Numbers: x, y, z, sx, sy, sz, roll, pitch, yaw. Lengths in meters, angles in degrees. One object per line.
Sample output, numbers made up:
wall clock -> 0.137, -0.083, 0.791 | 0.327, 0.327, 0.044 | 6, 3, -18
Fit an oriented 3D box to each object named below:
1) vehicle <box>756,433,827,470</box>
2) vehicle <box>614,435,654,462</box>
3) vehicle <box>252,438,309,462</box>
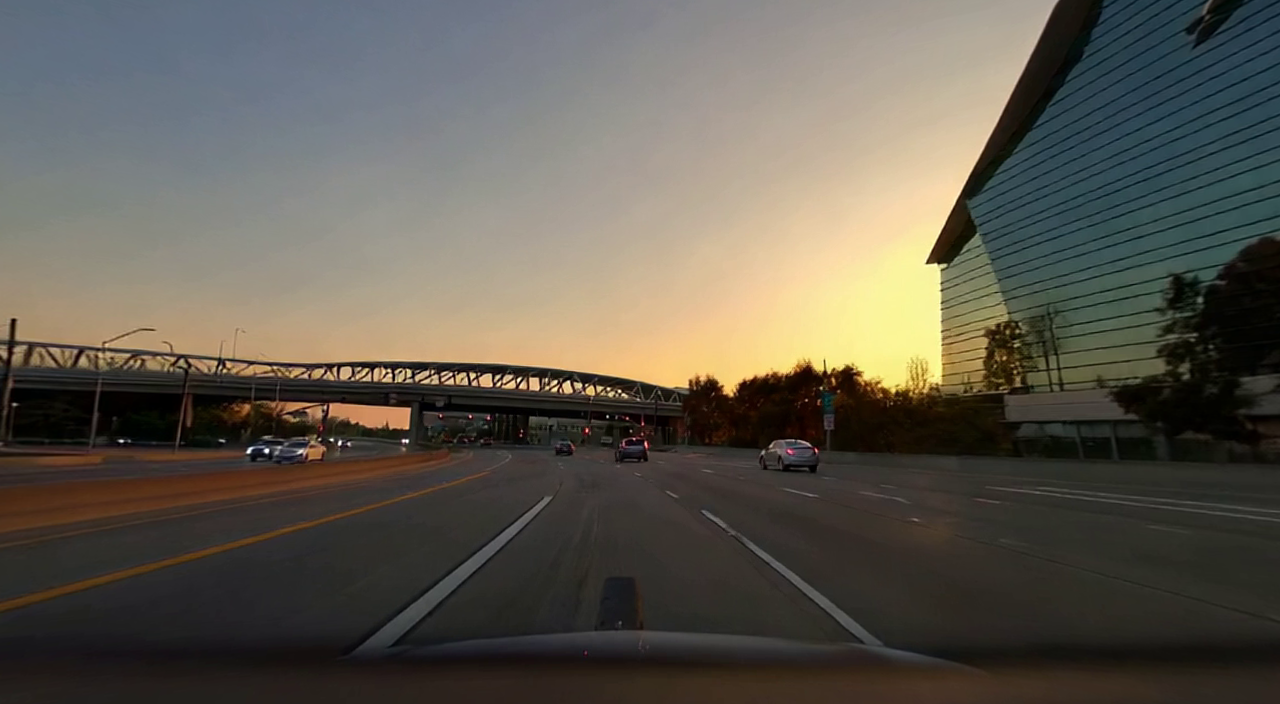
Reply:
vehicle -> 7.629, 5.062, 32.356 | 2.130, 1.741, 4.665 | 1, -8, -5
vehicle -> -0.447, 6.536, 42.720 | 2.024, 1.724, 3.928 | 1, -9, -10
vehicle -> -24.454, 6.693, 43.097 | 1.910, 1.510, 4.324 | 1, -9, -9
